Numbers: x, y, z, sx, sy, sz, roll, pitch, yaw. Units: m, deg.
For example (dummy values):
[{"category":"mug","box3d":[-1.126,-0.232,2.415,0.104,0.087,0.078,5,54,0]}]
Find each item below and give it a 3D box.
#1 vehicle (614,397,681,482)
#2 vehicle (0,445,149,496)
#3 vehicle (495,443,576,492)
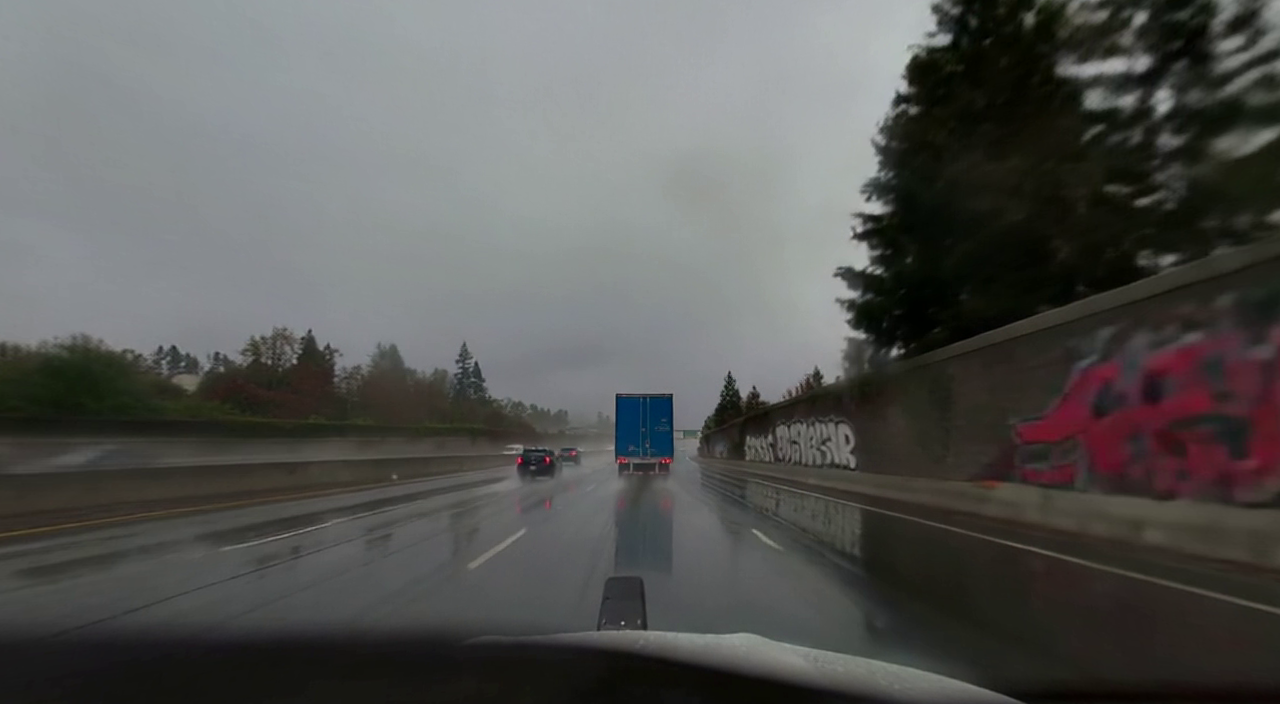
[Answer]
[{"category":"vehicle","box3d":[0.212,4.590,32.527,2.915,3.661,9.741,0,-9,-1]},{"category":"vehicle","box3d":[-18.211,3.750,20.248,1.732,1.449,3.840,0,-9,0]},{"category":"vehicle","box3d":[-3.467,3.924,21.730,2.020,1.505,4.171,0,-9,0]}]
